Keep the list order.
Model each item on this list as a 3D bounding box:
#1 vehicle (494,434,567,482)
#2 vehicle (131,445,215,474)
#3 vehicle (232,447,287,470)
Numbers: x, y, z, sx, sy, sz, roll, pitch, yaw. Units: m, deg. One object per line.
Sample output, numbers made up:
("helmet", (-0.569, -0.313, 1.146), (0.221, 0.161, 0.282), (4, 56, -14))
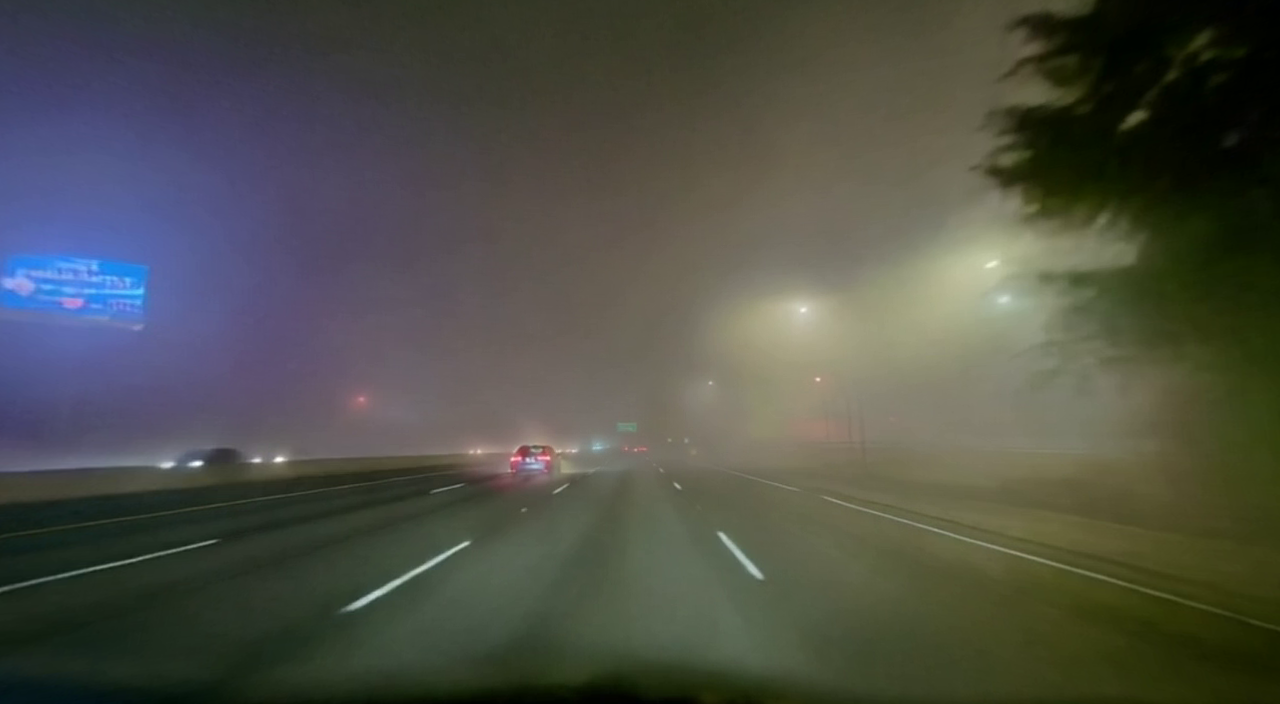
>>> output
("vehicle", (-4.306, 4.270, 25.656), (2.102, 1.727, 4.704), (0, -9, 0))
("vehicle", (-23.188, 5.339, 31.487), (1.475, 1.335, 3.354), (1, -8, 2))
("vehicle", (-25.656, 7.157, 42.691), (1.563, 1.409, 3.402), (1, -9, 0))
